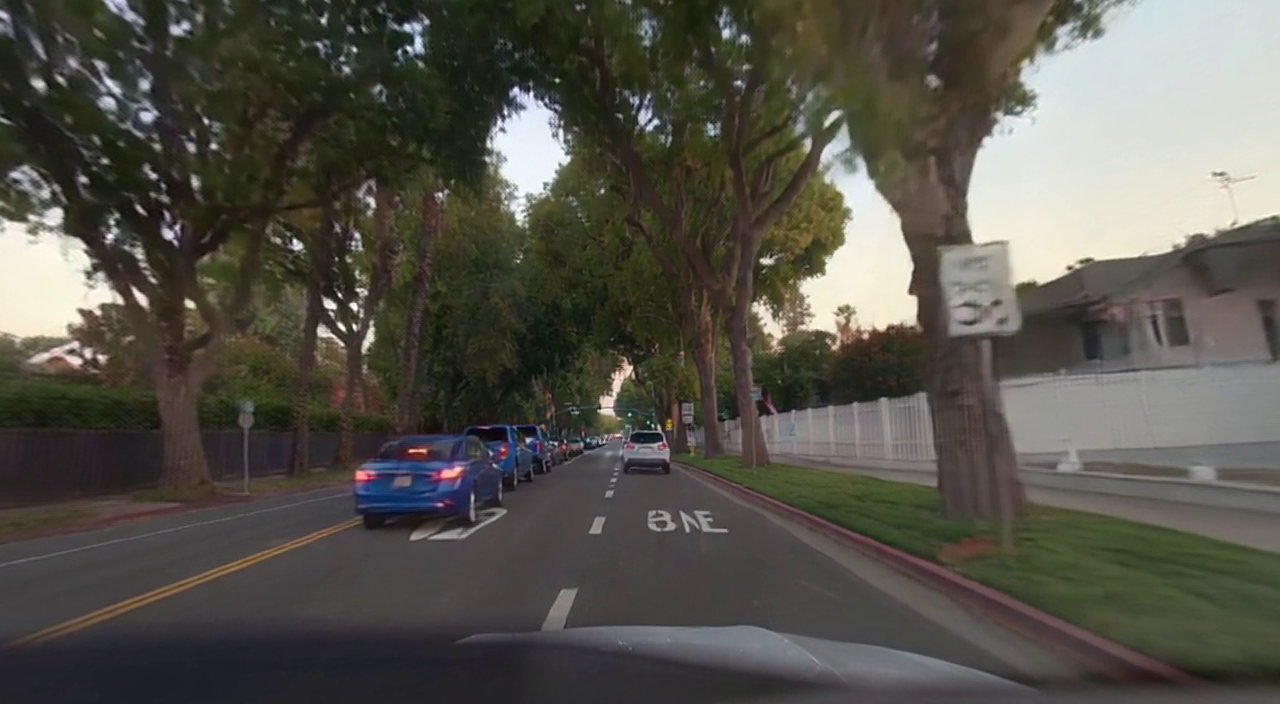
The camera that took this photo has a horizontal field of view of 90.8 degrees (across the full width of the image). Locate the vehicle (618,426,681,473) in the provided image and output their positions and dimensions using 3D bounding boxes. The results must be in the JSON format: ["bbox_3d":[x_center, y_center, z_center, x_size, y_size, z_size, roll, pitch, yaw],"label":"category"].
[{"bbox_3d":[0.277,3.871,25.271,2.258,1.682,4.635,0,-8,-2],"label":"vehicle"}]

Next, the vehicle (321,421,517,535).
[{"bbox_3d":[-3.373,2.006,10.711,1.919,1.501,4.509,0,-8,-3],"label":"vehicle"}]
